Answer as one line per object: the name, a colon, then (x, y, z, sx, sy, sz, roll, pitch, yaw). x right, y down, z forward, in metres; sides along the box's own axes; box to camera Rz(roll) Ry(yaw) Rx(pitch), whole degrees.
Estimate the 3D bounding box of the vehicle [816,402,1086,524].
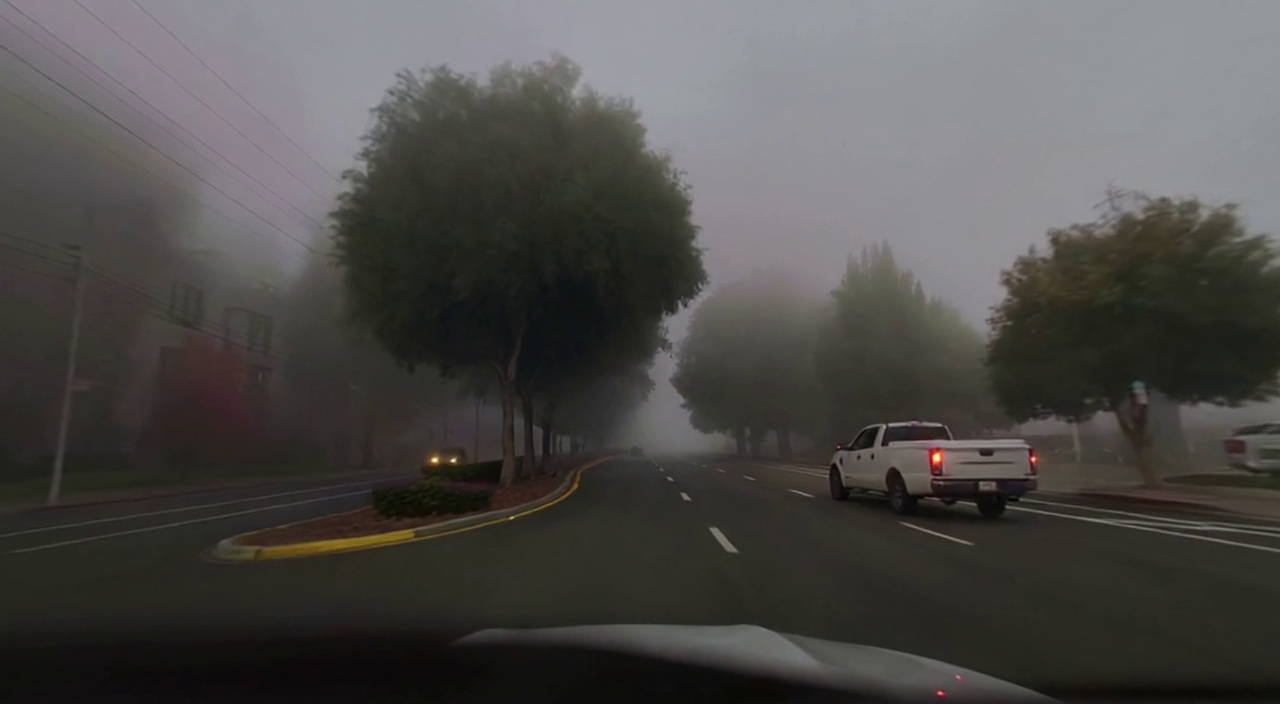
vehicle: (5.913, 2.268, 13.374, 2.493, 1.956, 6.125, 0, -9, -1)
